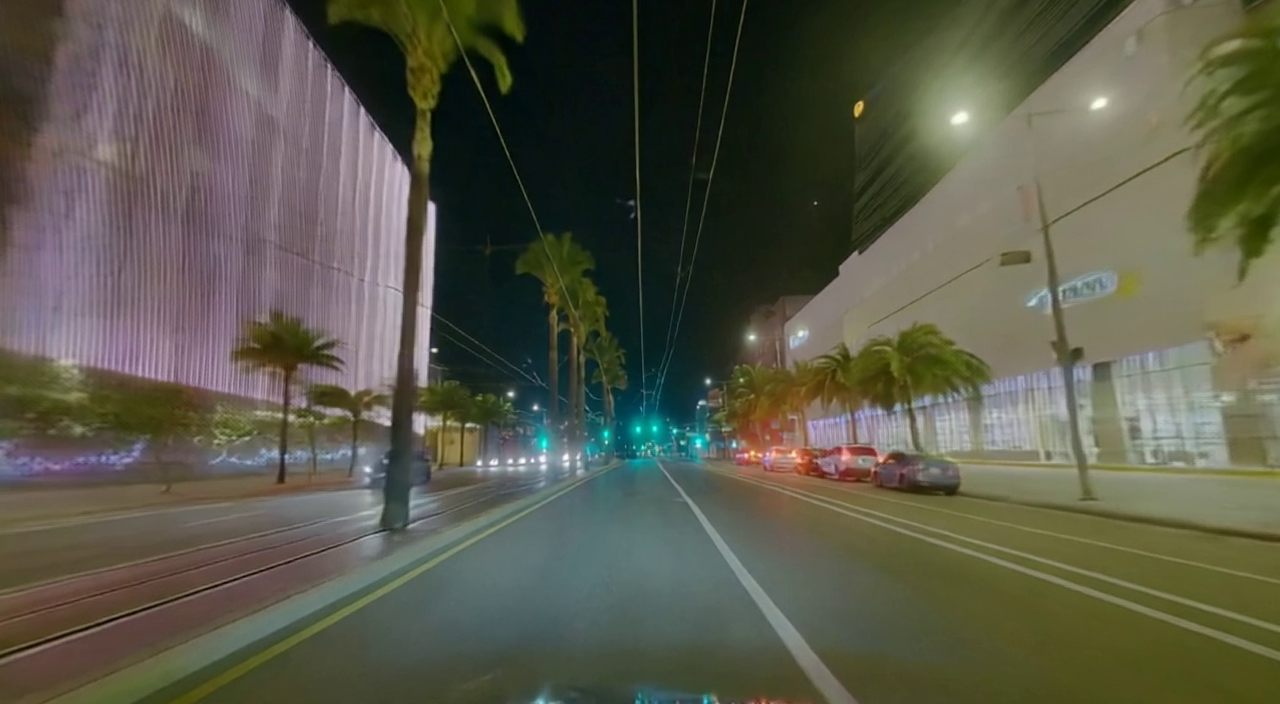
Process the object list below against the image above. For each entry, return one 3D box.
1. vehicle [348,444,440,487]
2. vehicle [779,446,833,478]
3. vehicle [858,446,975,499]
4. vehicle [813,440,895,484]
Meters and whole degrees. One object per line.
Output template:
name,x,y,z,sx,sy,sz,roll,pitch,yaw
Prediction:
vehicle,-10.610,4.893,27.584,2.042,1.716,4.634,0,-8,2
vehicle,8.401,5.597,32.250,1.715,1.500,3.910,0,-8,0
vehicle,8.631,3.752,20.150,1.733,1.468,4.326,0,-8,0
vehicle,8.678,4.483,25.975,1.867,1.627,4.357,0,-8,0
